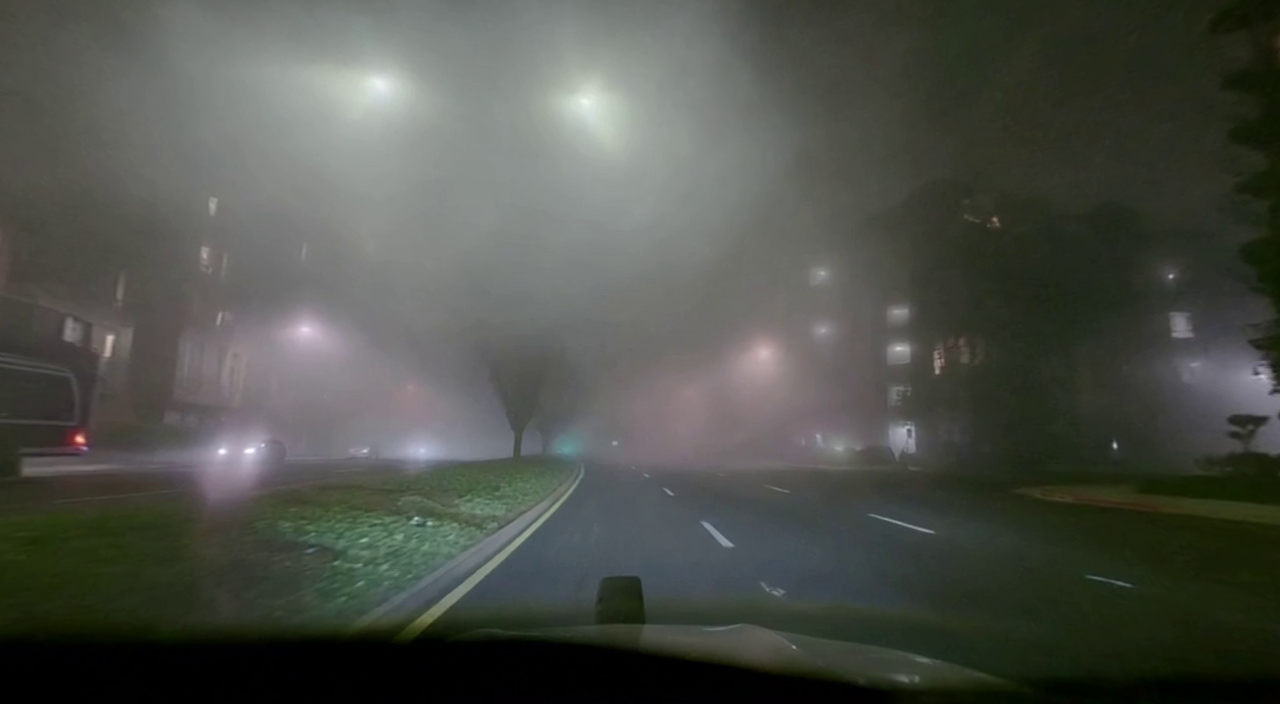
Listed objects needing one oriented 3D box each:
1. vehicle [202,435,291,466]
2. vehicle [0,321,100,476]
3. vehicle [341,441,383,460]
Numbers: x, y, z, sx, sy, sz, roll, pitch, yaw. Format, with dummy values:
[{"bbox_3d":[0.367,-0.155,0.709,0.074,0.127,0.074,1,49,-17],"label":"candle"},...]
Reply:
[{"bbox_3d":[-19.750,4.974,31.979,1.828,1.445,4.613,1,-9,-4],"label":"vehicle"},{"bbox_3d":[-18.489,0.411,11.354,2.942,4.135,17.400,0,-9,-2],"label":"vehicle"},{"bbox_3d":[-21.557,7.638,49.109,1.822,1.453,4.053,1,-9,-7],"label":"vehicle"}]
